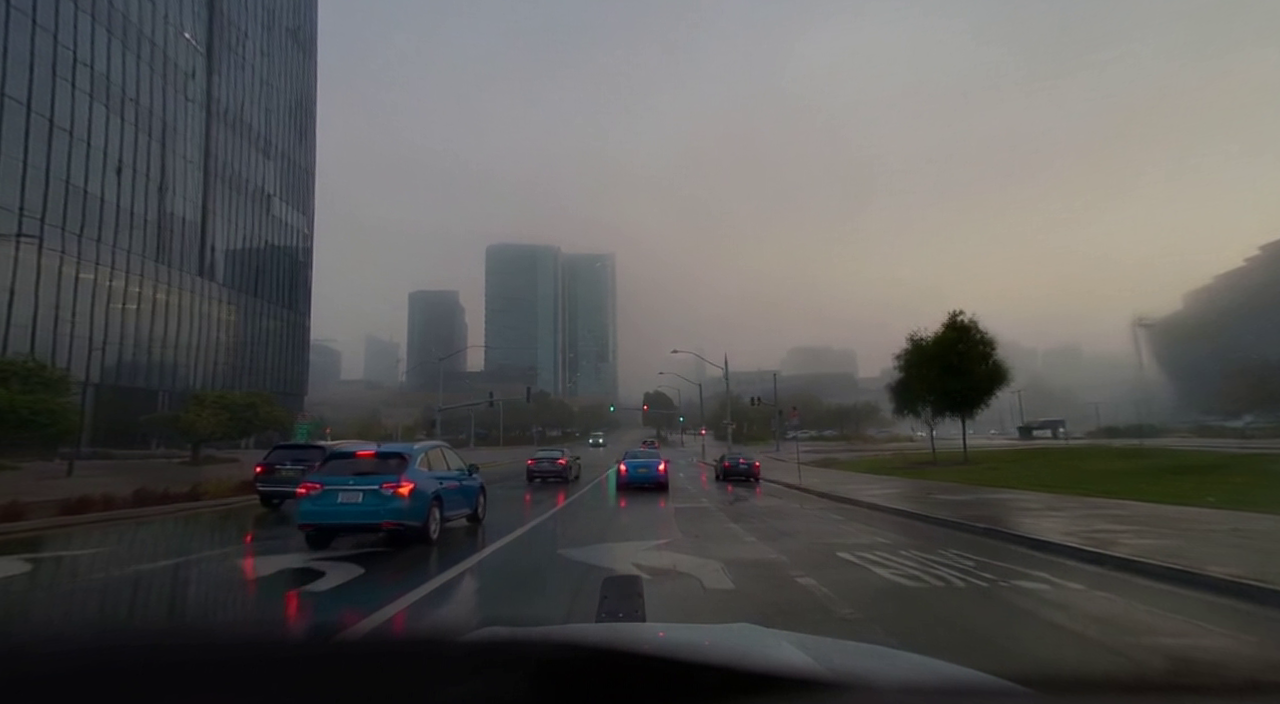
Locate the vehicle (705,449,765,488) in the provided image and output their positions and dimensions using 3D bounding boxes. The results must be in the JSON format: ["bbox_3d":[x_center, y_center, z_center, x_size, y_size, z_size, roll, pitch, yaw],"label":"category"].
[{"bbox_3d":[4.020,4.982,27.351,1.940,1.514,4.187,0,-9,0],"label":"vehicle"}]

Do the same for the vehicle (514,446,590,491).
[{"bbox_3d":[-3.193,4.339,23.807,2.044,1.508,4.479,0,-9,2],"label":"vehicle"}]

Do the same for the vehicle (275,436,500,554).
[{"bbox_3d":[-3.780,2.189,10.395,1.933,1.520,4.195,0,-9,0],"label":"vehicle"}]

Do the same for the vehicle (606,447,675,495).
[{"bbox_3d":[0.054,4.123,22.249,2.174,1.509,4.374,0,-9,1],"label":"vehicle"}]

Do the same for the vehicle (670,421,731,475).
[{"bbox_3d":[4.009,6.866,45.177,3.074,3.316,12.953,0,-9,0],"label":"vehicle"}]
